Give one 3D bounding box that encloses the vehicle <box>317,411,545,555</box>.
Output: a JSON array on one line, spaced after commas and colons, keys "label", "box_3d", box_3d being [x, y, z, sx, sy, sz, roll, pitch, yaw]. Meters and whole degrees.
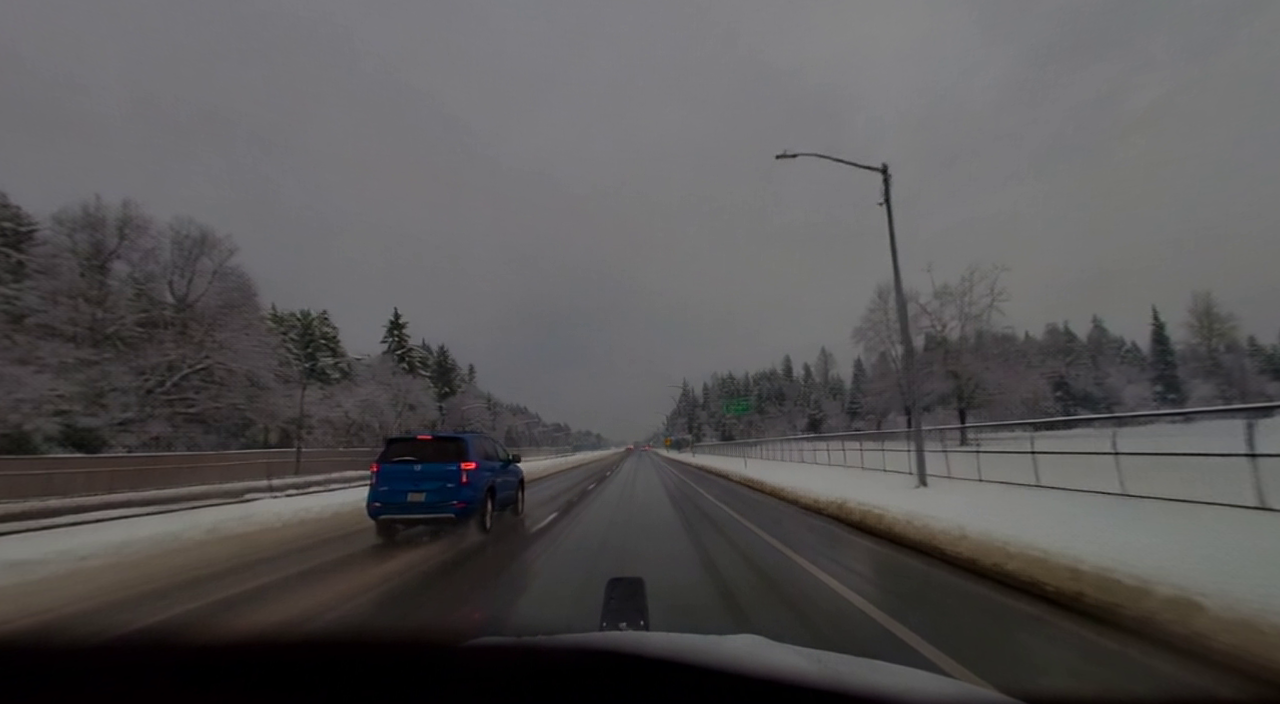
[{"label": "vehicle", "box_3d": [-3.092, 2.058, 10.651, 2.160, 1.855, 4.695, 0, -8, 1]}]
